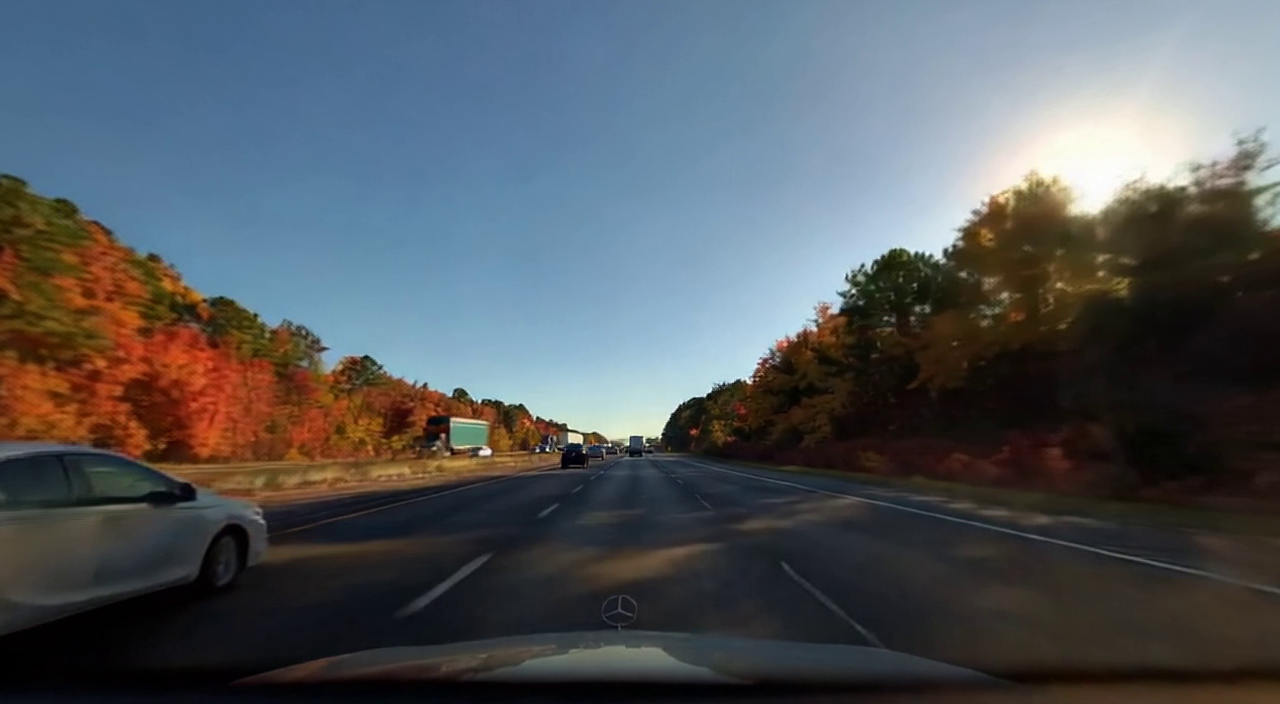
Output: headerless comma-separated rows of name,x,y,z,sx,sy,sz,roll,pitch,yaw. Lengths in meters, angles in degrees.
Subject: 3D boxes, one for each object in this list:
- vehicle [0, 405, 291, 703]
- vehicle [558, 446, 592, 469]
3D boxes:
vehicle,-4.326,1.141,3.802,2.071,1.525,4.058,0,-9,0
vehicle,-4.465,7.274,43.384,1.963,1.475,3.665,0,-9,0
